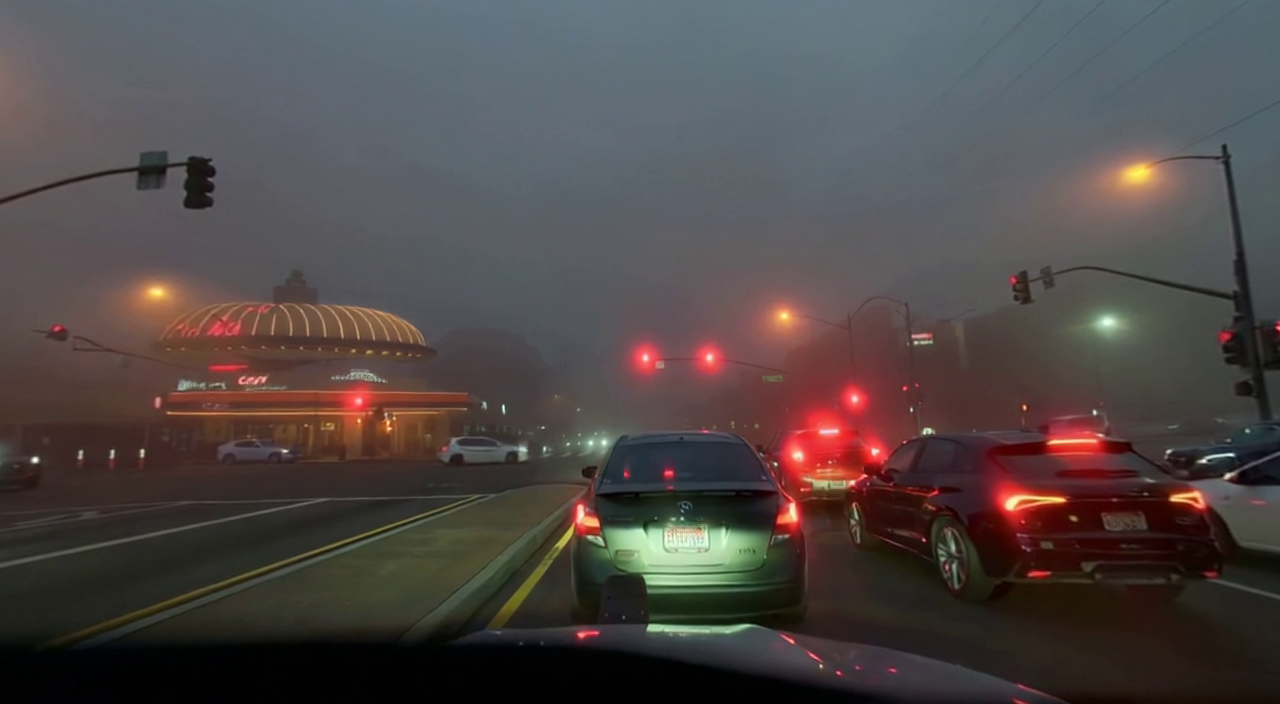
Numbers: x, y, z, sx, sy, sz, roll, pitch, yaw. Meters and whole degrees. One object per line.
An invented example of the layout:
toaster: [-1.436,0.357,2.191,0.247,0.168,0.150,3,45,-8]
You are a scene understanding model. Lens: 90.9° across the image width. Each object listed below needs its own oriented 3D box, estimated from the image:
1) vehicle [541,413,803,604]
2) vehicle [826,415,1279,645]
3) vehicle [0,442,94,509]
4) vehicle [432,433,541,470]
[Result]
vehicle: [0.215,1.523,7.012,2.073,1.496,3.892,0,-8,-1]
vehicle: [3.517,1.487,6.400,1.883,1.480,4.489,0,-8,0]
vehicle: [-19.101,3.622,18.924,4.841,1.783,2.203,-4,-9,26]
vehicle: [-7.487,4.845,30.857,4.833,1.701,2.077,4,-9,-23]
